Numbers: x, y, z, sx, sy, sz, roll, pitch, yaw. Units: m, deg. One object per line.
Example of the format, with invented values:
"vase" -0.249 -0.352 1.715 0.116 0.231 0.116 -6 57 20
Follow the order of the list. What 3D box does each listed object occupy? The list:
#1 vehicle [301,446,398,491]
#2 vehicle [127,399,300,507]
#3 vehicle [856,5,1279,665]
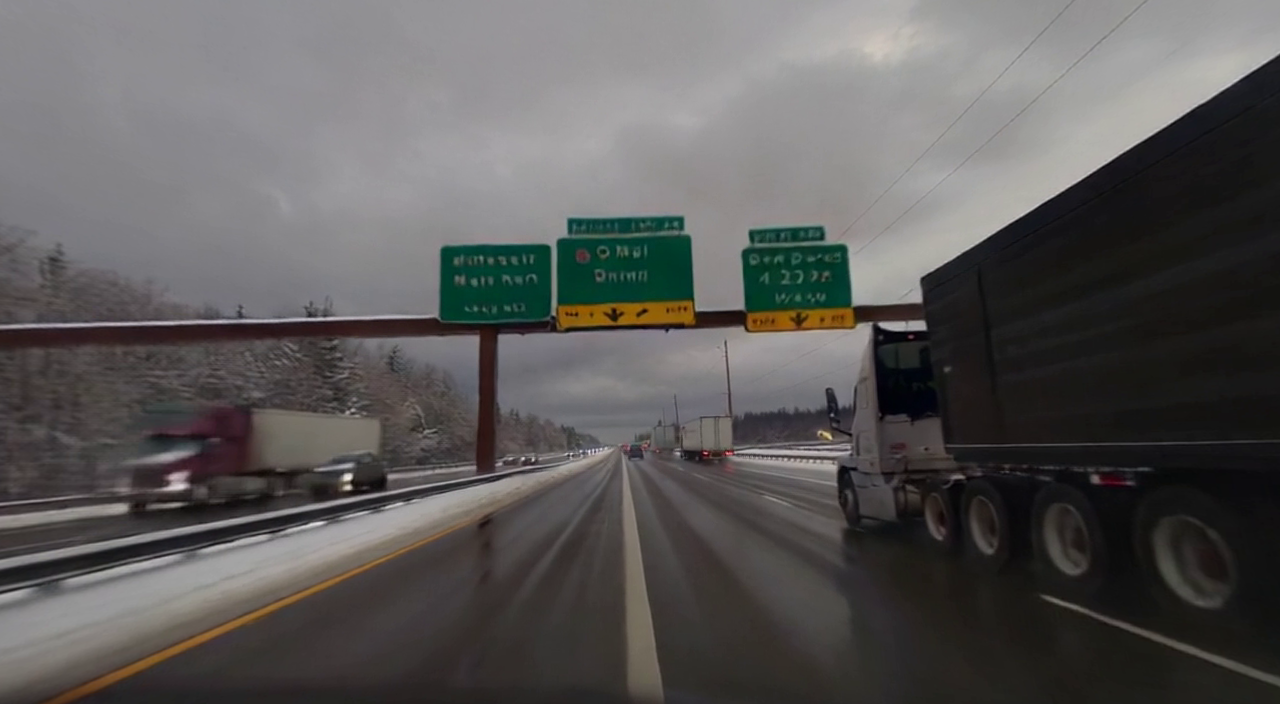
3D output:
"vehicle" -13.902 5.567 30.473 2.464 1.975 4.855 0 -9 -1
"vehicle" -17.656 4.245 26.681 2.962 4.023 6.073 0 -9 -2
"vehicle" 5.300 0.186 5.875 2.869 4.048 8.895 0 -9 -3
